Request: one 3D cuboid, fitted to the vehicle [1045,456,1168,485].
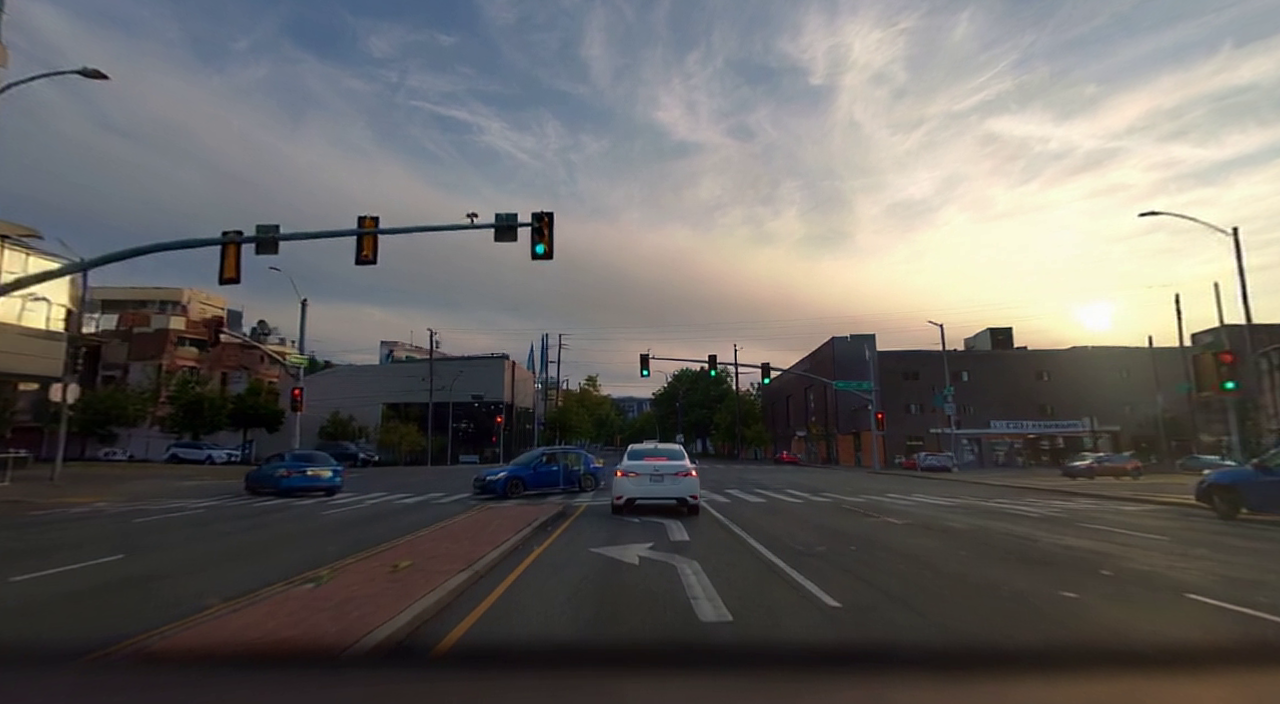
[{"bbox_3d":[23.593,5.988,32.042,4.684,1.412,1.995,0,-9,-2],"label":"vehicle"}]

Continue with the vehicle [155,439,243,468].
[{"bbox_3d":[-30.764,7.056,44.200,1.999,1.702,4.557,-2,-7,29],"label":"vehicle"}]

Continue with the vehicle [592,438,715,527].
[{"bbox_3d":[0.184,2.533,12.831,2.067,1.471,4.241,0,-9,-1],"label":"vehicle"}]

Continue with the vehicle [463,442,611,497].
[{"bbox_3d":[-3.342,3.640,20.007,4.626,1.489,2.213,-8,-12,42],"label":"vehicle"}]

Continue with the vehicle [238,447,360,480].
[{"bbox_3d":[-15.511,5.088,28.879,4.531,1.434,1.841,-1,-9,4],"label":"vehicle"}]
